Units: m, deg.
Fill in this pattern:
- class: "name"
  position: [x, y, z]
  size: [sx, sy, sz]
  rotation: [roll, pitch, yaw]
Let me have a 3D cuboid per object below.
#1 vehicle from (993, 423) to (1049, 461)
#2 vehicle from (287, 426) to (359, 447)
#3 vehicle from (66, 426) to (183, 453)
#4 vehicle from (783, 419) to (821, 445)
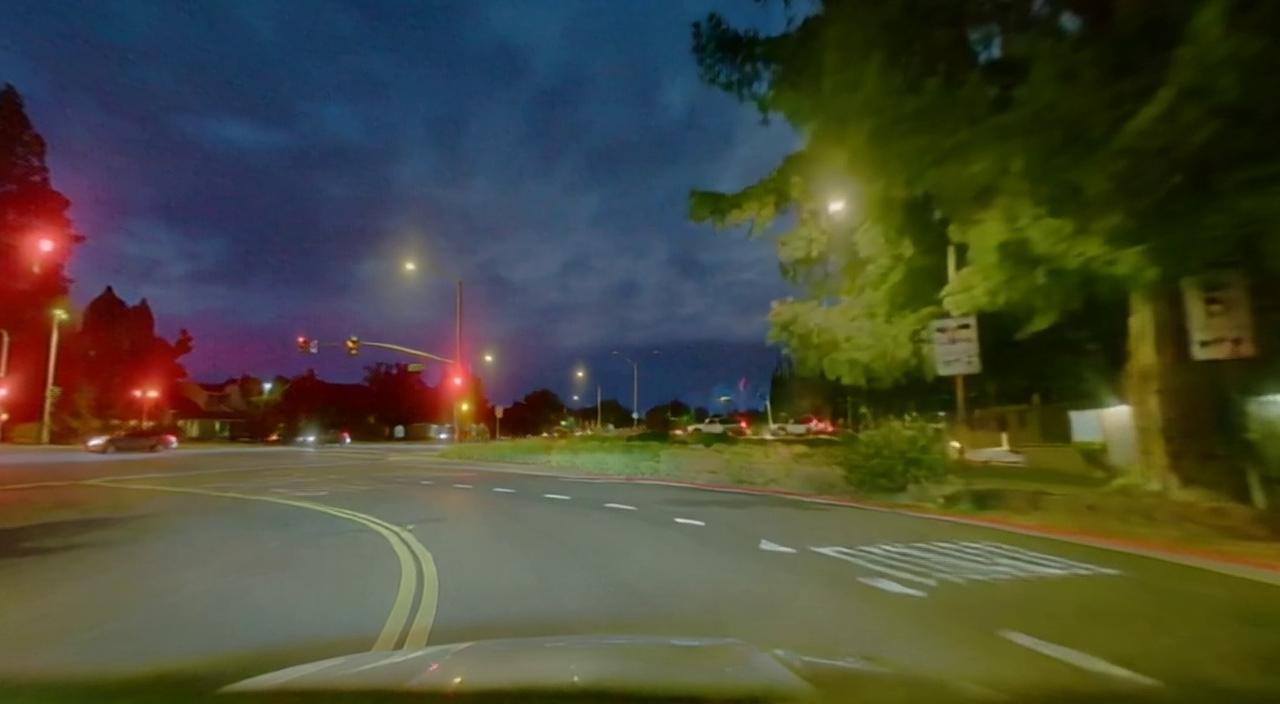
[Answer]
- class: "vehicle"
  position: [16.771, 3.906, 27.746]
  size: [1.907, 1.515, 4.550]
  rotation: [-4, -7, 30]
- class: "vehicle"
  position: [-24.256, 6.500, 48.223]
  size: [1.828, 1.462, 4.740]
  rotation: [-3, -8, 24]
- class: "vehicle"
  position: [-29.845, 5.069, 36.549]
  size: [1.847, 1.461, 4.853]
  rotation: [-3, -8, 24]
- class: "vehicle"
  position: [12.658, 6.283, 49.390]
  size: [2.402, 1.920, 5.467]
  rotation: [-1, -8, 9]
